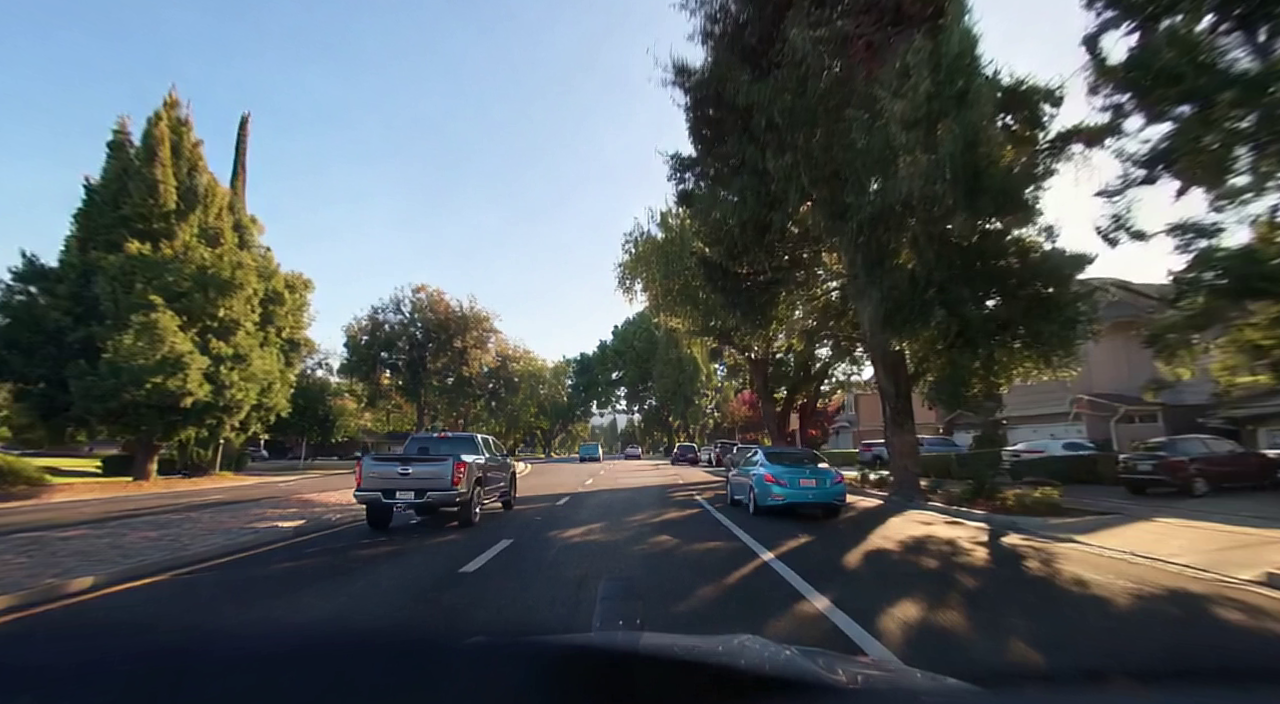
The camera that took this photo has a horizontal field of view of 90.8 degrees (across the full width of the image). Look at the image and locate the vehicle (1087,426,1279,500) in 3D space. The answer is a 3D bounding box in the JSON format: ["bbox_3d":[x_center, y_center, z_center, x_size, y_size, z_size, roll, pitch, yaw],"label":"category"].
[{"bbox_3d":[13.800,2.674,15.440,4.227,1.669,1.884,0,-8,0],"label":"vehicle"}]

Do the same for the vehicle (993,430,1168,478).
[{"bbox_3d":[14.797,3.422,21.358,4.634,1.507,1.928,1,-8,-7],"label":"vehicle"}]

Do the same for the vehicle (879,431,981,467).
[{"bbox_3d":[15.118,5.060,33.098,4.320,1.792,1.989,0,-8,-1],"label":"vehicle"}]

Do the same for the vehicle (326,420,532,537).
[{"bbox_3d":[-3.645,2.309,12.252,2.111,1.745,5.274,0,-8,1],"label":"vehicle"}]

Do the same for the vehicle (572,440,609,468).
[{"bbox_3d":[-3.381,7.095,44.225,2.218,1.829,4.492,0,-8,0],"label":"vehicle"}]

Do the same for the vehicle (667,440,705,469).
[{"bbox_3d":[3.076,6.908,42.819,2.099,1.845,4.363,0,-8,-2],"label":"vehicle"}]

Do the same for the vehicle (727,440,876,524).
[{"bbox_3d":[3.133,2.596,13.237,1.884,1.463,4.195,0,-8,-2],"label":"vehicle"}]
